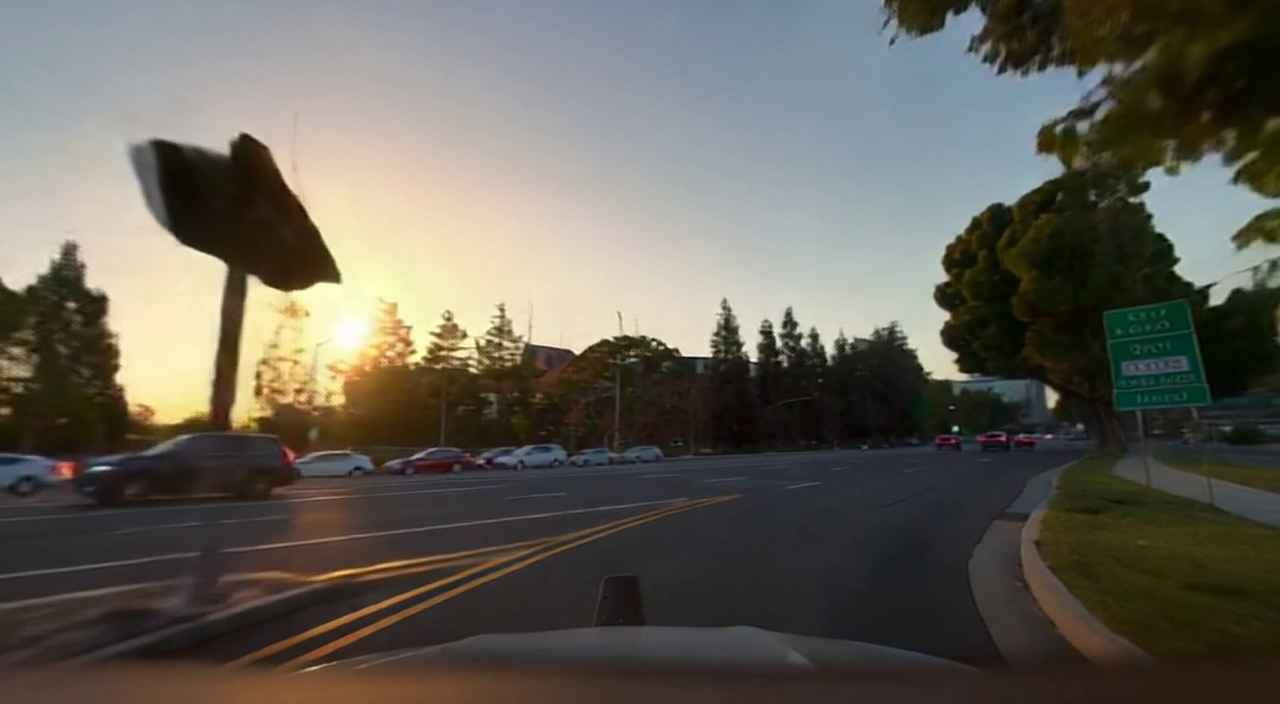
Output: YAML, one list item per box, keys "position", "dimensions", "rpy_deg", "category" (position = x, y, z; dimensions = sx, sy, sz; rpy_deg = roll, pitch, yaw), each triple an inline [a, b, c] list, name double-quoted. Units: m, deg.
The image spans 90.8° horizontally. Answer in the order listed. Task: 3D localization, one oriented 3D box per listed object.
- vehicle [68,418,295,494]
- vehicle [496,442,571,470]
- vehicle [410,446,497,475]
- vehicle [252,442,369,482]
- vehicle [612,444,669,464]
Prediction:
- position: [-15.244, 3.670, 21.388]
  dimensions: [2.225, 2.053, 5.636]
  rpy_deg: [-15, -19, 38]
  category: "vehicle"
- position: [-6.971, 6.832, 41.615]
  dimensions: [1.926, 1.681, 4.727]
  rpy_deg: [-7, -11, 39]
  category: "vehicle"
- position: [-10.785, 6.266, 36.787]
  dimensions: [1.842, 1.582, 4.513]
  rpy_deg: [-7, -11, 39]
  category: "vehicle"
- position: [-15.878, 5.424, 30.668]
  dimensions: [2.033, 1.625, 4.467]
  rpy_deg: [-14, -18, 38]
  category: "vehicle"
- position: [0.070, 8.010, 49.873]
  dimensions: [1.872, 1.493, 4.724]
  rpy_deg: [-7, -11, 40]
  category: "vehicle"
